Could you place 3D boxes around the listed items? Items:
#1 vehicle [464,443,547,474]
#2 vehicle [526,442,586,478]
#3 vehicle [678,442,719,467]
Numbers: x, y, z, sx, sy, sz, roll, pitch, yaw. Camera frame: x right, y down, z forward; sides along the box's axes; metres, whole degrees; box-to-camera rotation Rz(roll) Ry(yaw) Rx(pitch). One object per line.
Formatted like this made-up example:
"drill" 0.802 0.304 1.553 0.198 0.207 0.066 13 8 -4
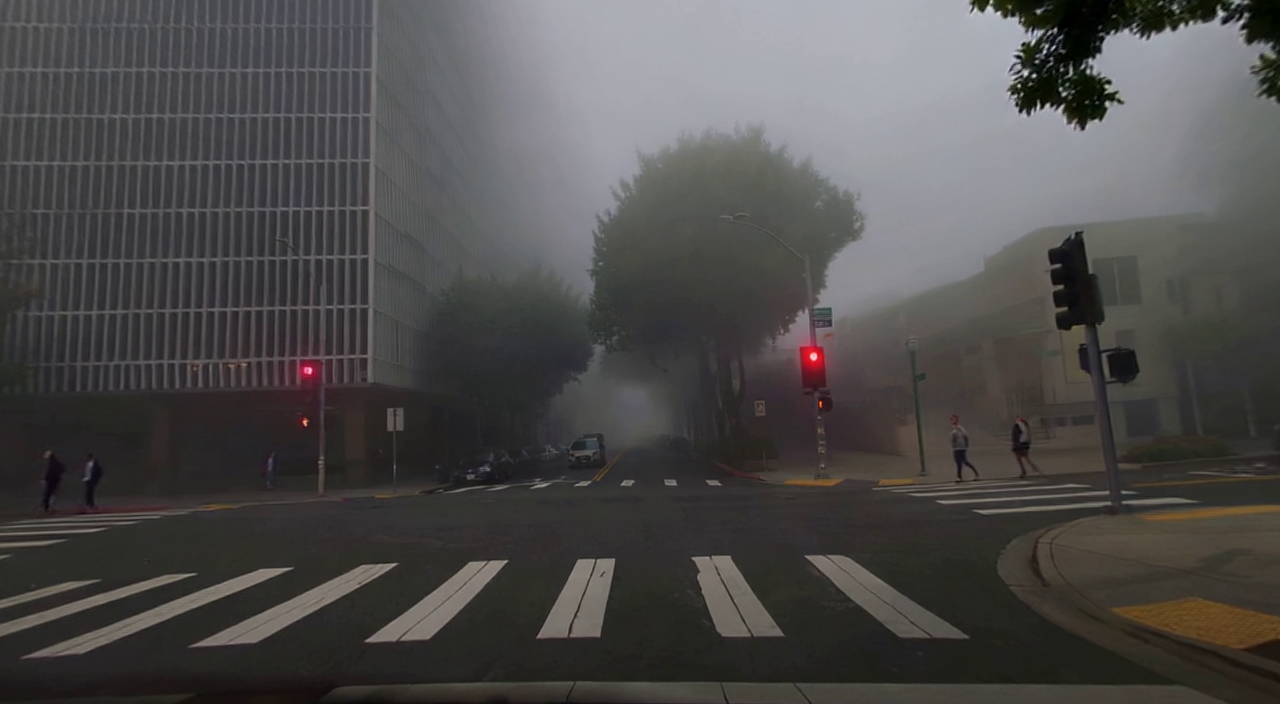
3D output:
"vehicle" -8.037 6.375 38.003 1.963 1.726 4.526 -8 -12 44
"vehicle" -3.671 4.818 28.472 1.989 1.481 4.500 0 -8 1
"vehicle" 3.538 6.281 38.861 1.853 1.426 4.160 1 -8 -3
